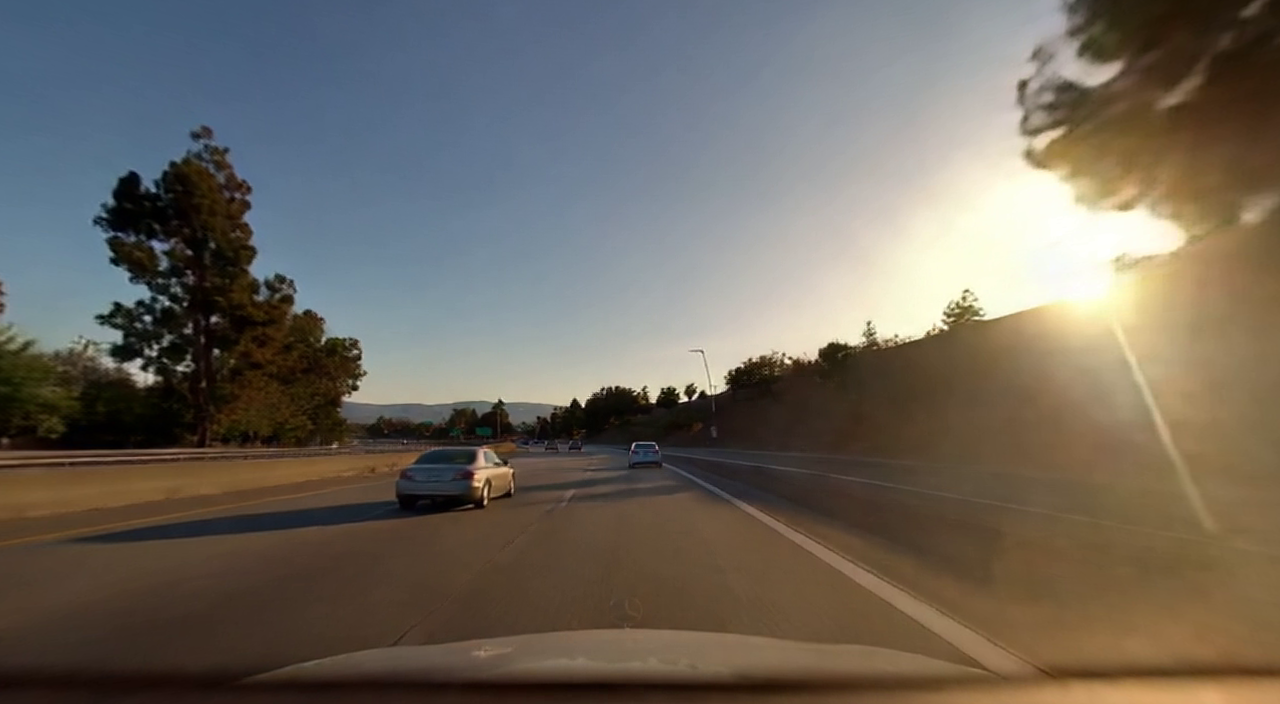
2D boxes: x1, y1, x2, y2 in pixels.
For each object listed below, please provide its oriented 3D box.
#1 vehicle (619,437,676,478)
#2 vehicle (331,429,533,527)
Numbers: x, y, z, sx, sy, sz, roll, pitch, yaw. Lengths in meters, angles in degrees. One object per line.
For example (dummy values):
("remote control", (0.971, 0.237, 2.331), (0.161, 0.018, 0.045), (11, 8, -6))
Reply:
("vehicle", (0.211, 4.078, 24.633), (2.051, 1.444, 3.927), (0, -9, -2))
("vehicle", (-3.667, 2.341, 12.352), (2.246, 1.519, 4.980), (0, -9, 0))
